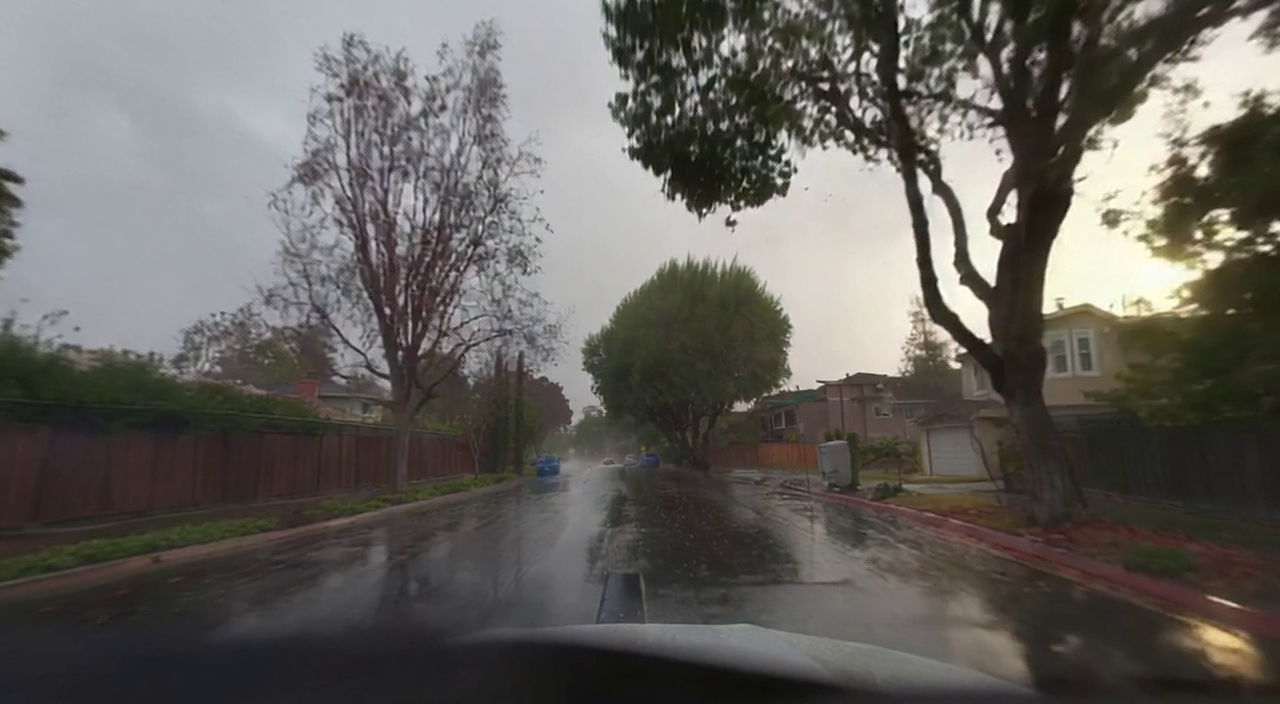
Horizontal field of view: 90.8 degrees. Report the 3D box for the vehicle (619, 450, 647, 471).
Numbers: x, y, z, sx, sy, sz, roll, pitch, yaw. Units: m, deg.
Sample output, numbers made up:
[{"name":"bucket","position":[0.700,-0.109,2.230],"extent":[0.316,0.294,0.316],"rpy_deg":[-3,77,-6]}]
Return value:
[{"name":"vehicle","position":[-0.596,8.391,48.930],"extent":[2.064,1.477,3.968],"rpy_deg":[0,-9,-2]}]
